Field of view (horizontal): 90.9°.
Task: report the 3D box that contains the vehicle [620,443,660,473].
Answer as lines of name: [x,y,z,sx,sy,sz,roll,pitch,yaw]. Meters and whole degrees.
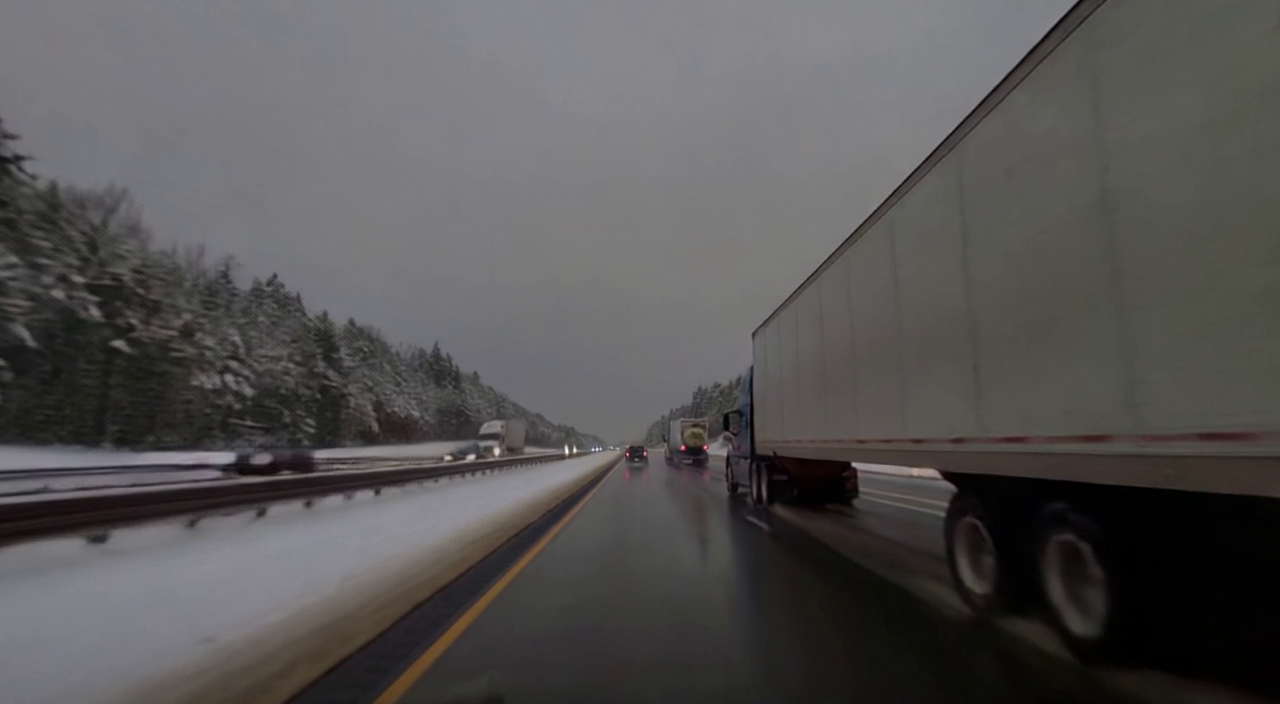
vehicle: [-0.030,5.750,34.408,2.051,1.513,4.511,0,-9,0]

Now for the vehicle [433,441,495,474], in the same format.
vehicle: [-8.922,5.398,32.306,2.027,1.574,3.990,0,-9,0]

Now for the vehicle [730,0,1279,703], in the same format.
vehicle: [3.820,0.566,8.553,2.883,4.057,14.579,0,-9,-1]

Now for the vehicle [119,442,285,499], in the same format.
vehicle: [-13.085,3.542,19.263,1.827,1.507,4.508,0,-9,0]

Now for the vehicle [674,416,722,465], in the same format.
vehicle: [4.010,6.386,45.116,2.684,3.263,5.865,0,-9,-2]
